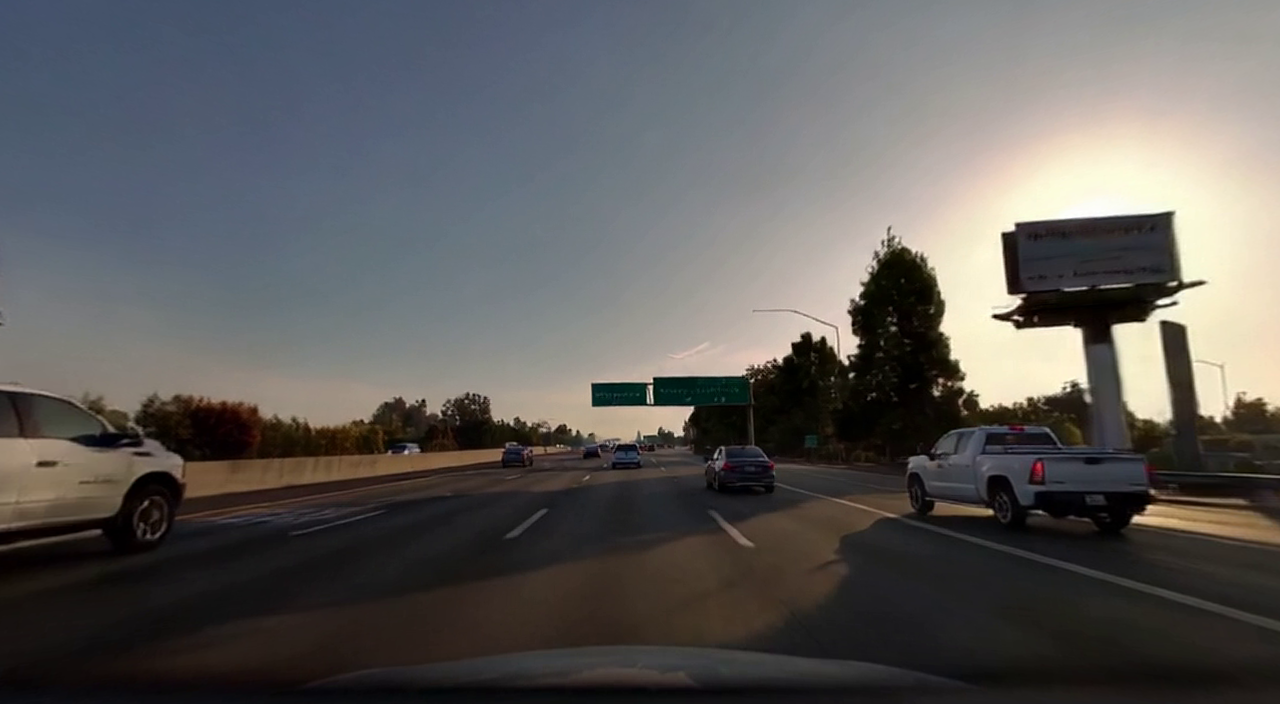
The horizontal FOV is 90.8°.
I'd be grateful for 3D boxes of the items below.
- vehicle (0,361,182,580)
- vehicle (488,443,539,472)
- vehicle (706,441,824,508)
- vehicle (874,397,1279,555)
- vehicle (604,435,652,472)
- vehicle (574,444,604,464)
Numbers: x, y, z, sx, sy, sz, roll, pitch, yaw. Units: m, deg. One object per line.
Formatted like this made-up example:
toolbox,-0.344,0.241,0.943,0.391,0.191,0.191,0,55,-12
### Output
vehicle,-7.150,0.974,5.013,2.444,2.012,6.122,0,-8,0
vehicle,-7.038,5.907,35.630,1.920,1.482,4.385,0,-8,0
vehicle,2.966,3.004,16.034,2.011,1.462,4.286,0,-8,-1
vehicle,6.511,1.948,10.758,2.635,1.919,5.907,0,-8,-2
vehicle,-0.603,5.336,33.359,2.323,1.805,4.729,0,-8,0
vehicle,-3.972,8.037,49.726,1.935,1.487,4.076,0,-8,0
